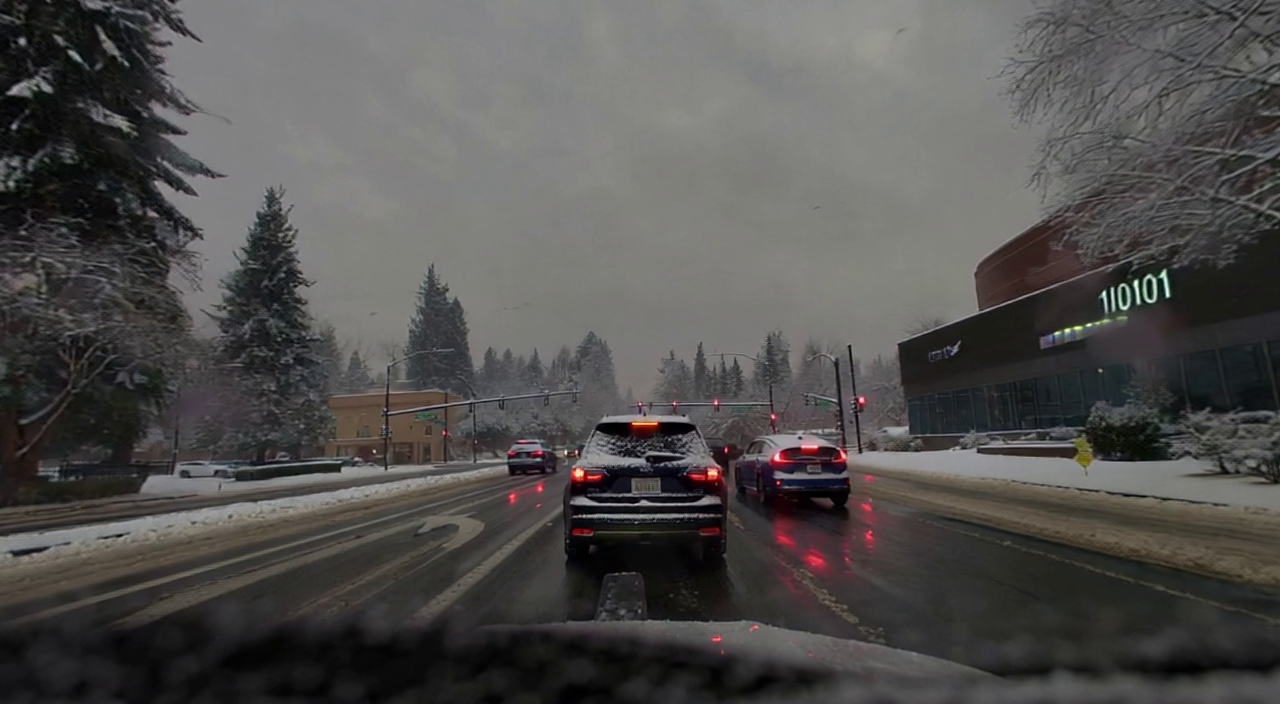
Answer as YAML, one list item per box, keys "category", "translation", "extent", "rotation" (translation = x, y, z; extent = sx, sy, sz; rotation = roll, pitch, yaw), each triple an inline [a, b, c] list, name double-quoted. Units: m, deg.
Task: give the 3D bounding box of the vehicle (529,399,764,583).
- category: "vehicle"
  translation: [0.055, 1.657, 8.269]
  extent: [2.266, 1.762, 4.131]
  rotation: [0, -9, 0]

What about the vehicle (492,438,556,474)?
- category: "vehicle"
  translation: [-6.330, 5.768, 35.225]
  extent: [2.555, 1.819, 5.145]
  rotation: [0, -9, 0]

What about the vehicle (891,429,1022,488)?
- category: "vehicle"
  translation: [10.840, 3.693, 22.137]
  extent: [2.123, 1.812, 4.553]
  rotation: [0, -9, -1]

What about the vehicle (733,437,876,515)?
- category: "vehicle"
  translation: [3.485, 2.704, 14.338]
  extent: [1.997, 1.471, 4.321]
  rotation: [0, -9, -1]
